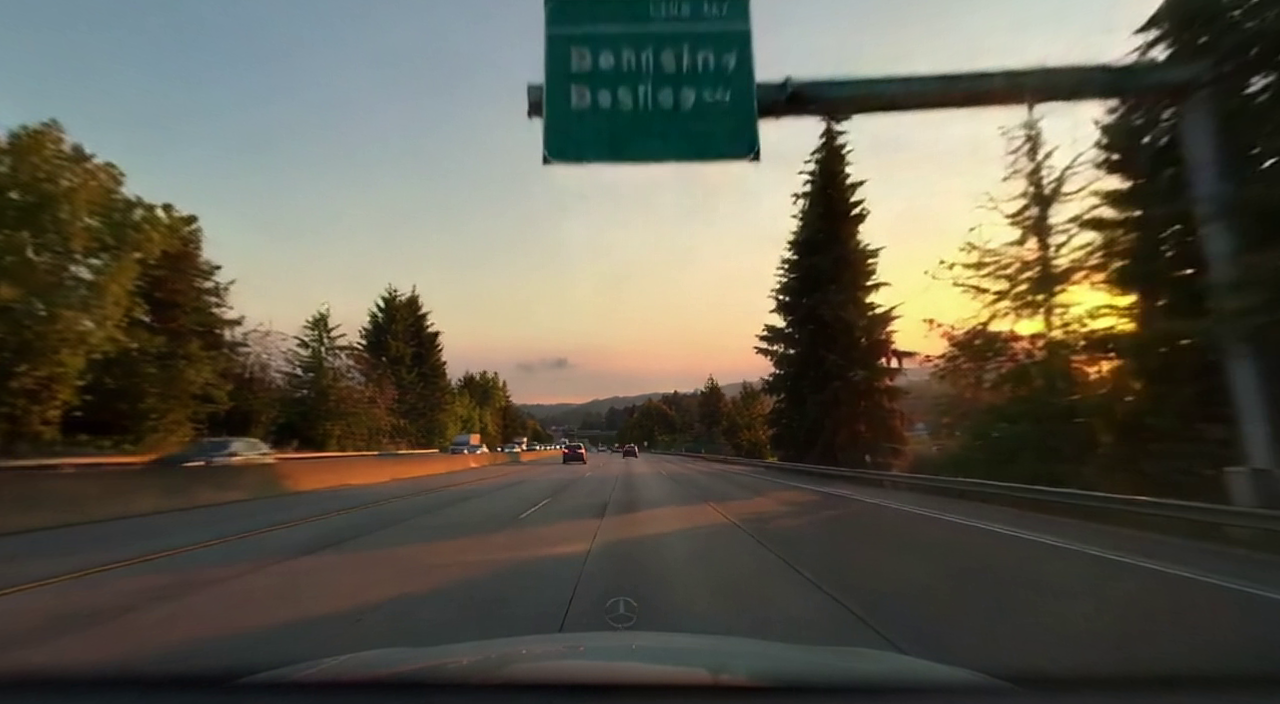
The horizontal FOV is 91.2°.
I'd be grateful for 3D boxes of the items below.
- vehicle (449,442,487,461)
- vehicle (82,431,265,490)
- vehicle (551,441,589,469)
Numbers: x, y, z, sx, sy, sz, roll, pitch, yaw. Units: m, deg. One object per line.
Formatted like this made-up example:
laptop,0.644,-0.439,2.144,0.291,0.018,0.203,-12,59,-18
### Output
vehicle,-13.580,7.883,49.674,1.906,1.474,4.062,0,-9,0
vehicle,-12.967,3.057,17.854,1.962,1.459,4.239,0,-9,-1
vehicle,-4.512,6.723,41.064,2.098,1.692,4.038,0,-9,-1
